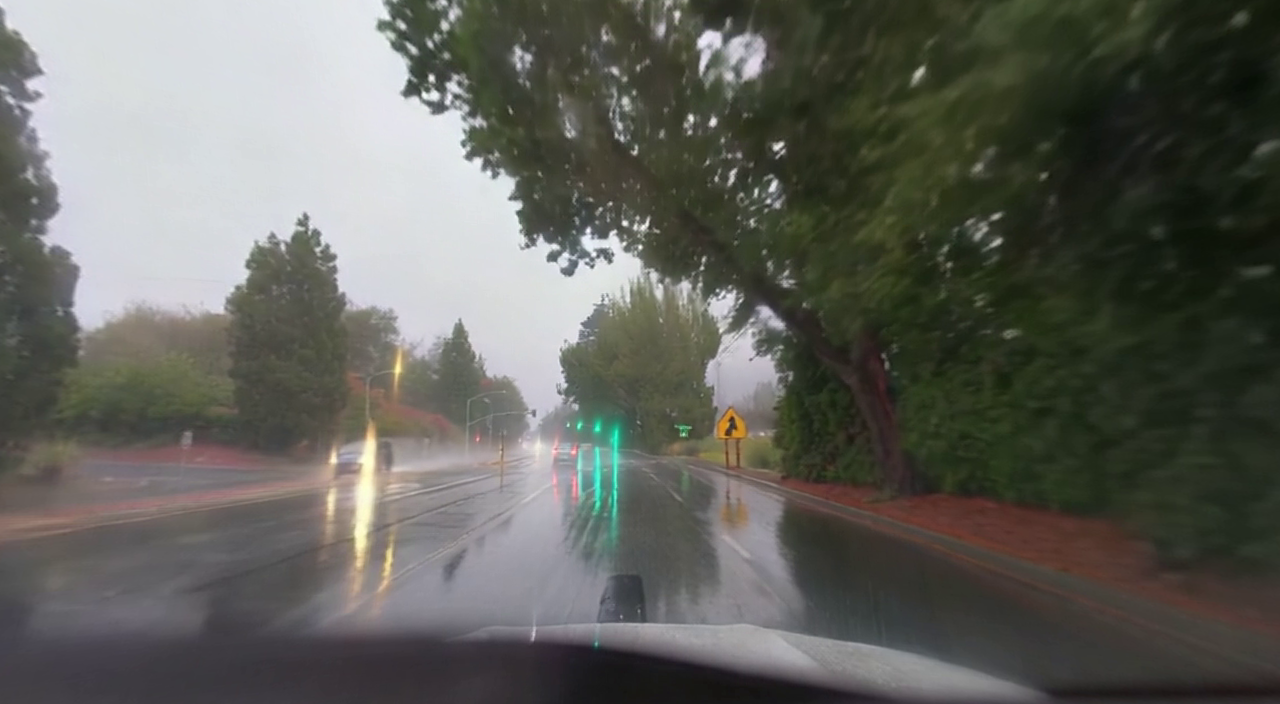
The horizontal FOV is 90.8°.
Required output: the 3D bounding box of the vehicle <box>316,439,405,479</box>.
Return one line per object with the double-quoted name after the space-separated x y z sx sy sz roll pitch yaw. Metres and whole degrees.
-14.231 5.452 32.600 2.277 1.857 5.330 0 -8 -2 "vehicle"
